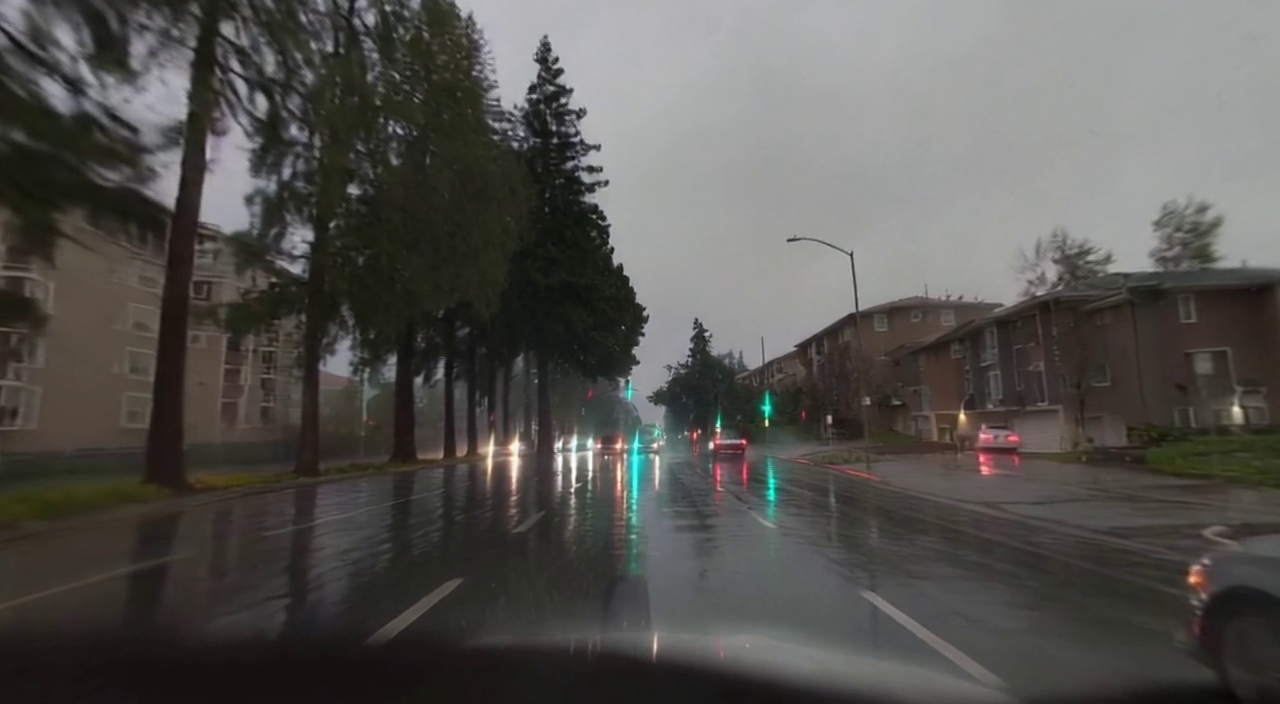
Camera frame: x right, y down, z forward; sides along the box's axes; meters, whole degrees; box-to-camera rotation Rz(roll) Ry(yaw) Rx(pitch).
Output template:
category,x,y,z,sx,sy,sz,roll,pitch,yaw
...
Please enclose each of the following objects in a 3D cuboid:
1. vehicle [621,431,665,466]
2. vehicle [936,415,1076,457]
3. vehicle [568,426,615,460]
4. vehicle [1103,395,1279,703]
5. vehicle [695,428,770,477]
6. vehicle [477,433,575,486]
category,x,y,z,sx,sy,sz,roll,pitch,yaw
vehicle,0.132,4.927,32.367,2.110,1.662,4.262,0,-8,0
vehicle,15.720,3.660,27.292,4.701,1.721,2.103,0,-8,0
vehicle,-3.073,5.950,41.331,2.579,2.062,5.123,0,-8,2
vehicle,3.853,0.763,1.512,2.128,1.502,4.572,0,-8,2
vehicle,3.389,3.800,23.999,2.137,1.646,4.488,0,-8,-1
vehicle,-3.474,3.384,20.154,2.049,1.485,4.656,0,-8,3
